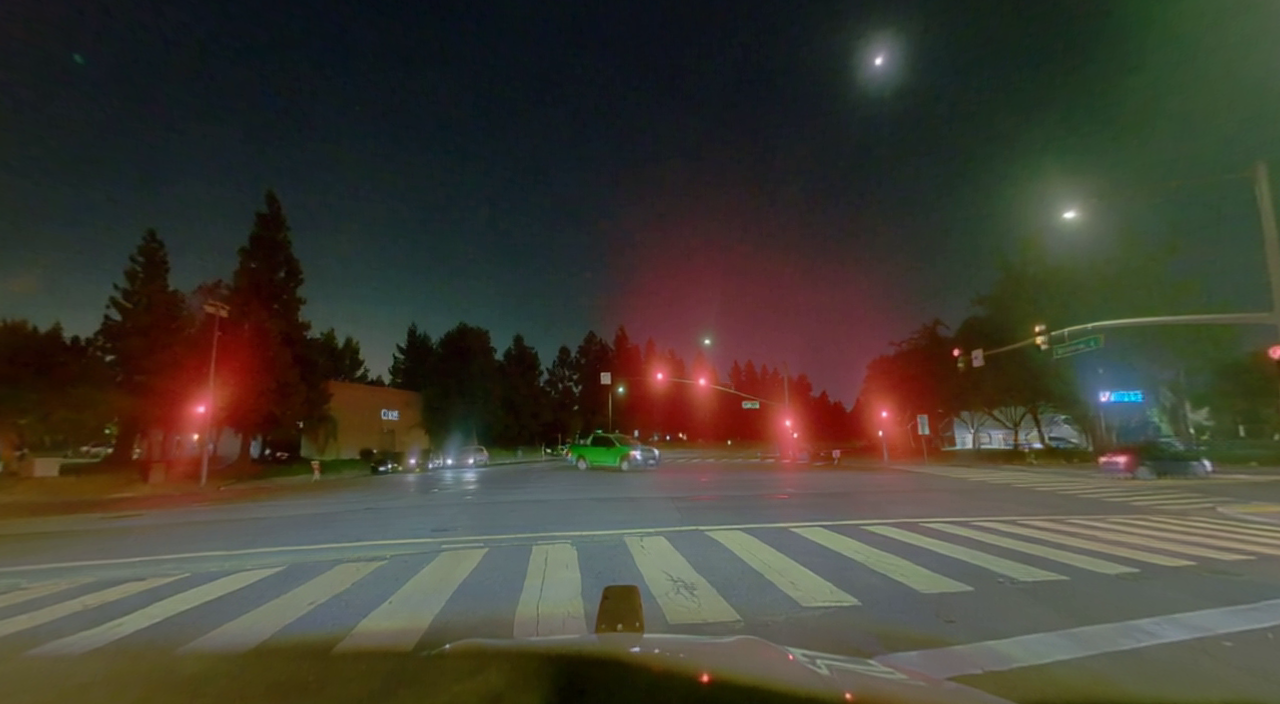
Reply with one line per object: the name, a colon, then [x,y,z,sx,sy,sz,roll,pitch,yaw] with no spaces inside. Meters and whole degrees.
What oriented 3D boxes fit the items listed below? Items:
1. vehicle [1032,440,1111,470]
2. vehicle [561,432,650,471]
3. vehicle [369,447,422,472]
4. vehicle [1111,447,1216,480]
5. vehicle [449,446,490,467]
vehicle: [26.349,6.265,38.553,4.541,1.731,2.007,5,-10,-28]
vehicle: [-1.979,5.342,34.122,2.289,1.927,5.667,5,-10,-32]
vehicle: [-16.245,7.139,42.242,1.883,1.586,4.297,0,-9,-1]
vehicle: [25.846,5.463,31.175,4.658,1.478,1.946,4,-9,-24]
vehicle: [-12.619,7.762,47.093,1.946,1.474,4.008,0,-9,0]
